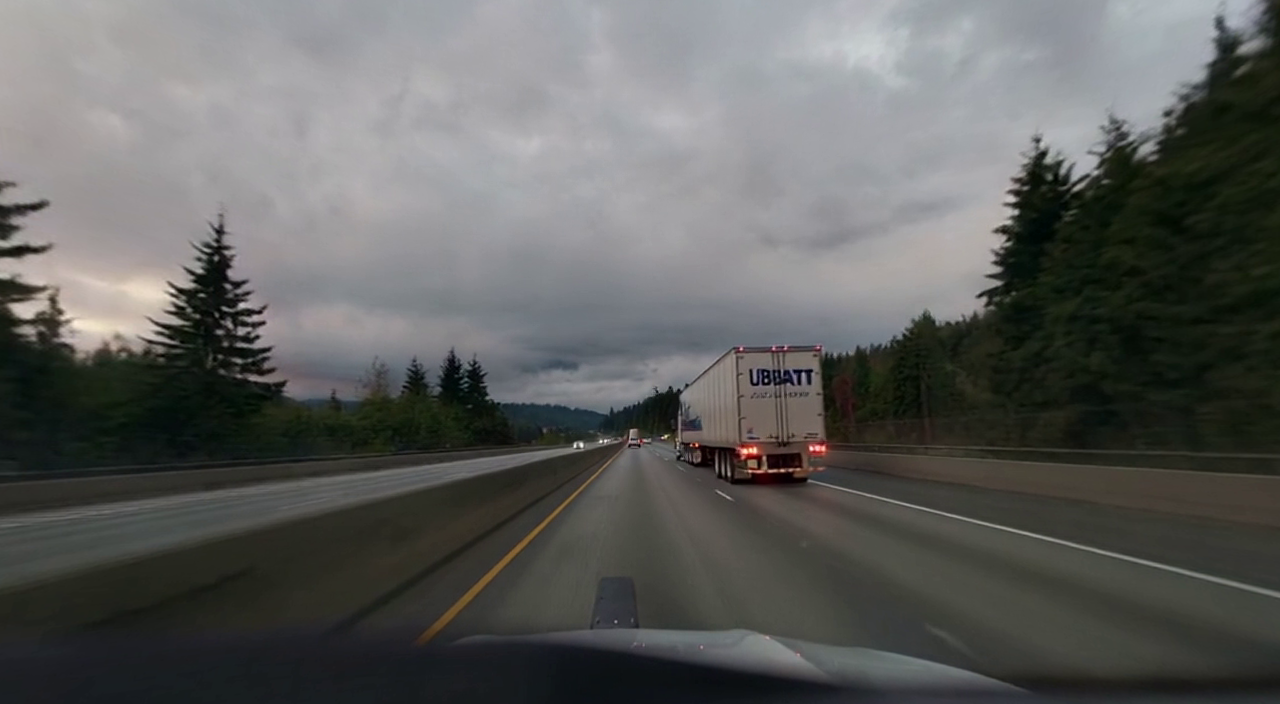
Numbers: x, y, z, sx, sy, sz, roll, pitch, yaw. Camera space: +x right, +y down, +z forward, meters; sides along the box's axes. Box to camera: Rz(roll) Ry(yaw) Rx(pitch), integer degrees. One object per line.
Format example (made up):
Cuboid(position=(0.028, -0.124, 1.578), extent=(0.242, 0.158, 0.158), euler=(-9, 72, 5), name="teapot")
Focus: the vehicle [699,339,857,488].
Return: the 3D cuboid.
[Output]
Cuboid(position=(3.952, 2.148, 20.461), extent=(3.006, 3.850, 8.310), euler=(0, -8, -1), name="vehicle")
